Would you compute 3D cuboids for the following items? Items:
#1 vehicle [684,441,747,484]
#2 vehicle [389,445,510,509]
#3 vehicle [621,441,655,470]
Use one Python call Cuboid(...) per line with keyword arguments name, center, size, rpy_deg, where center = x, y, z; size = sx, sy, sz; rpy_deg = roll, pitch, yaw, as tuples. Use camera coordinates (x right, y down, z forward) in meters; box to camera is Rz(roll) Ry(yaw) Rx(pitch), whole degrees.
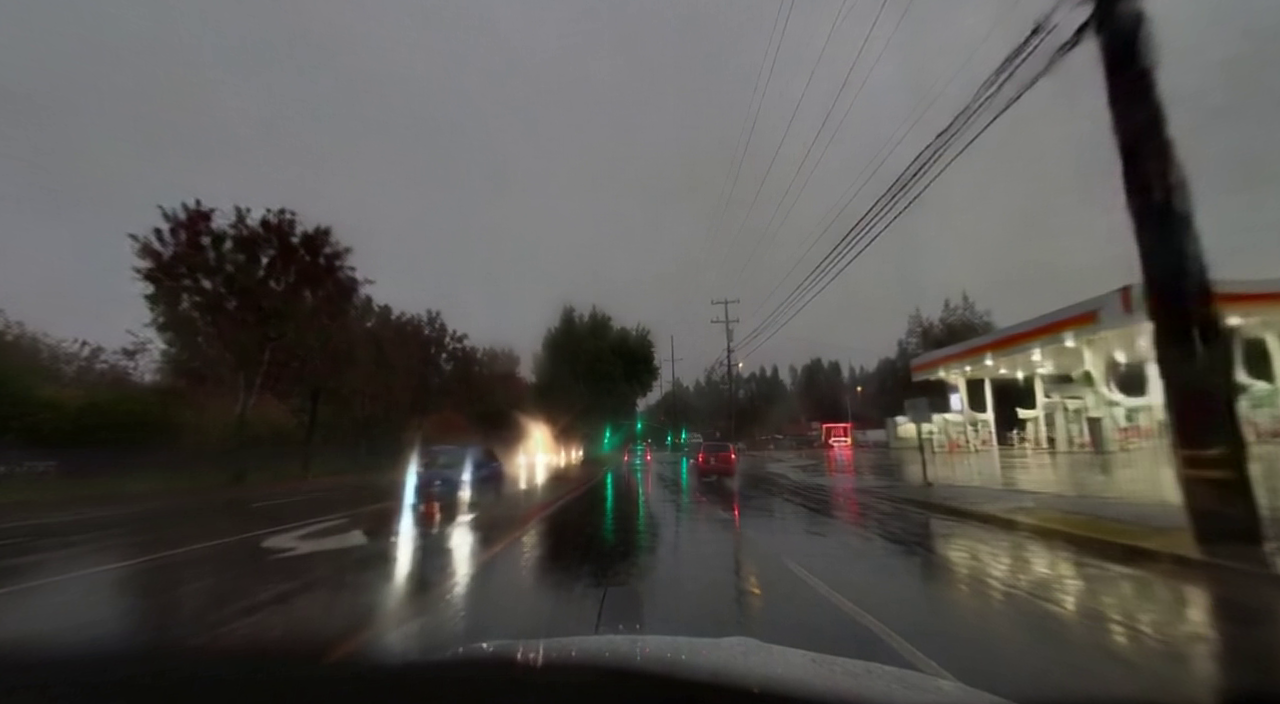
Cuboid(name="vehicle", center=(3.001, 4.523, 26.130), size=(1.990, 1.592, 4.294), rpy_deg=(0, -8, -1))
Cuboid(name="vehicle", center=(-5.007, 3.327, 17.365), size=(2.032, 1.487, 4.413), rpy_deg=(0, -8, -1))
Cuboid(name="vehicle", center=(-0.165, 7.010, 43.070), size=(2.163, 1.825, 4.073), rpy_deg=(0, -8, -1))
